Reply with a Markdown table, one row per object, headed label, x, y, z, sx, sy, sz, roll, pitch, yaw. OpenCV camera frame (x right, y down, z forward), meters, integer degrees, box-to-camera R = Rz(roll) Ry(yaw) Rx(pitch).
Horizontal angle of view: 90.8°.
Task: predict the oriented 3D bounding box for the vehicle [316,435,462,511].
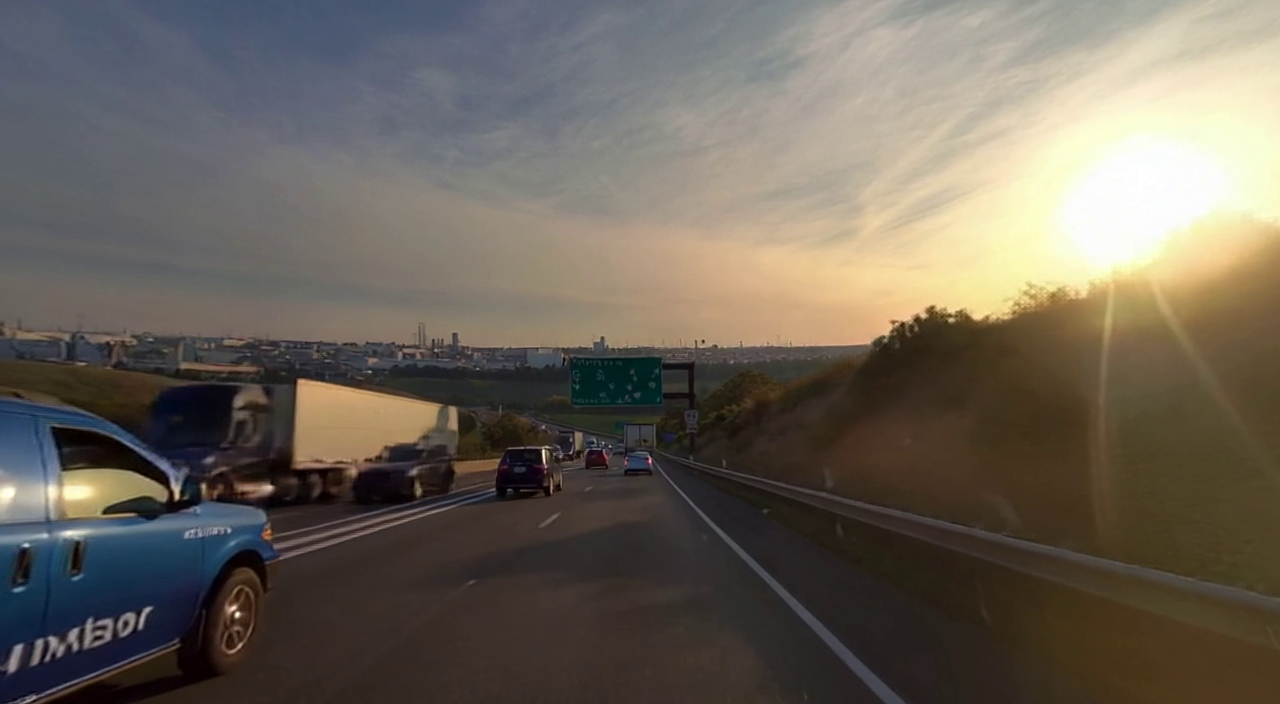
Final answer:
| label | x | y | z | sx | sy | sz | roll | pitch | yaw |
| --- | --- | --- | --- | --- | --- | --- | --- | --- | --- |
| vehicle | -6.674 | 3.248 | 17.481 | 2.043 | 1.787 | 4.755 | 0 | -9 | 0 |

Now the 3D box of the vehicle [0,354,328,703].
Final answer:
| label | x | y | z | sx | sy | sz | roll | pitch | yaw |
| --- | --- | --- | --- | --- | --- | --- | --- | --- | --- |
| vehicle | -3.248 | 0.850 | 2.052 | 2.117 | 1.688 | 4.582 | 0 | -9 | 0 |

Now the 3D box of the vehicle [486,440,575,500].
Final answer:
| label | x | y | z | sx | sy | sz | roll | pitch | yaw |
| --- | --- | --- | --- | --- | --- | --- | --- | --- | --- |
| vehicle | -3.211 | 3.543 | 19.343 | 1.937 | 1.600 | 4.141 | 0 | -9 | 0 |

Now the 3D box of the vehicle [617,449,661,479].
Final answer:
| label | x | y | z | sx | sy | sz | roll | pitch | yaw |
| --- | --- | --- | --- | --- | --- | --- | --- | --- | --- |
| vehicle | -0.068 | 5.579 | 31.759 | 2.095 | 1.393 | 3.908 | 0 | -9 | 0 |
